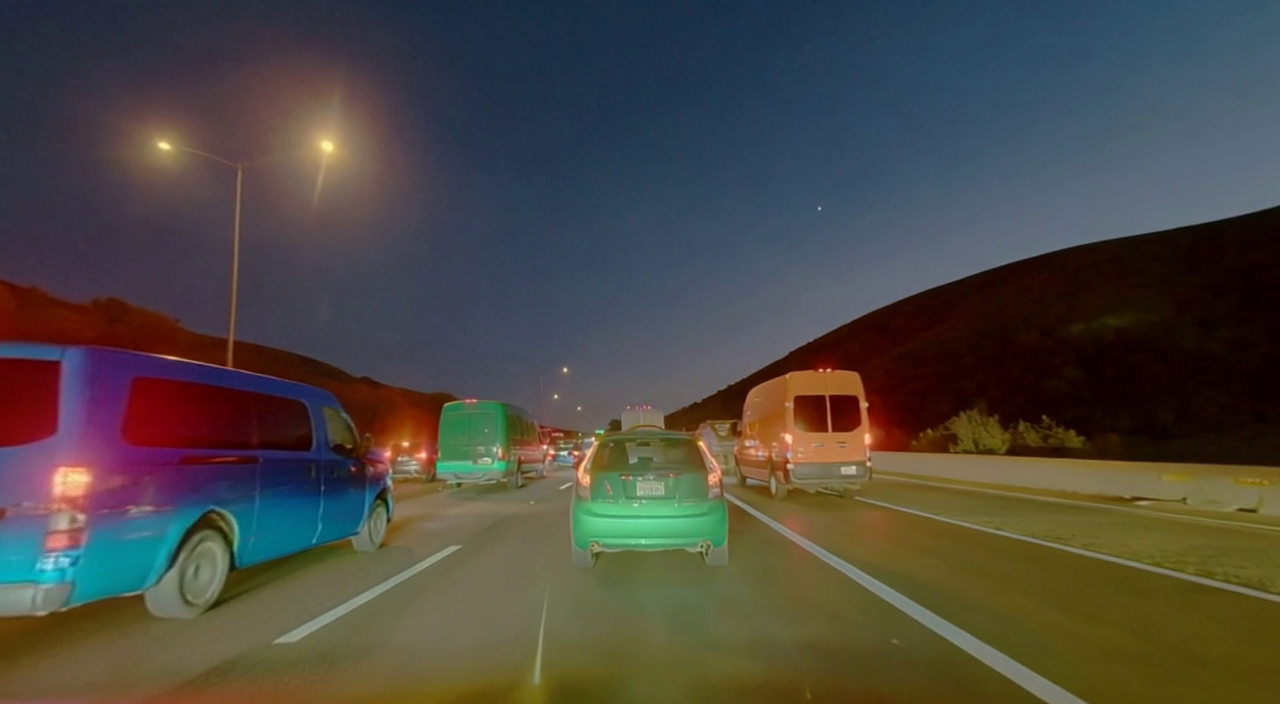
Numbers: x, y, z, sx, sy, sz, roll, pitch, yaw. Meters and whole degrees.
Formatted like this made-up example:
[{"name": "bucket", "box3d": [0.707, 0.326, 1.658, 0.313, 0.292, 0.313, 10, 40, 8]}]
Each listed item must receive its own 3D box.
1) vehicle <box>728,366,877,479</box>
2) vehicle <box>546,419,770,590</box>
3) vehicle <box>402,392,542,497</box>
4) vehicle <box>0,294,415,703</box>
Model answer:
[{"name": "vehicle", "box3d": [6.402, 3.227, 27.420, 2.977, 3.878, 11.111, 0, -8, -3]}, {"name": "vehicle", "box3d": [0.110, 1.656, 7.674, 2.003, 1.499, 3.930, 0, -8, -2]}, {"name": "vehicle", "box3d": [-4.497, 2.648, 18.098, 2.300, 2.522, 5.701, -1, -8, 1]}, {"name": "vehicle", "box3d": [-4.233, 1.129, 5.895, 2.195, 2.086, 5.445, 0, -8, 0]}]
